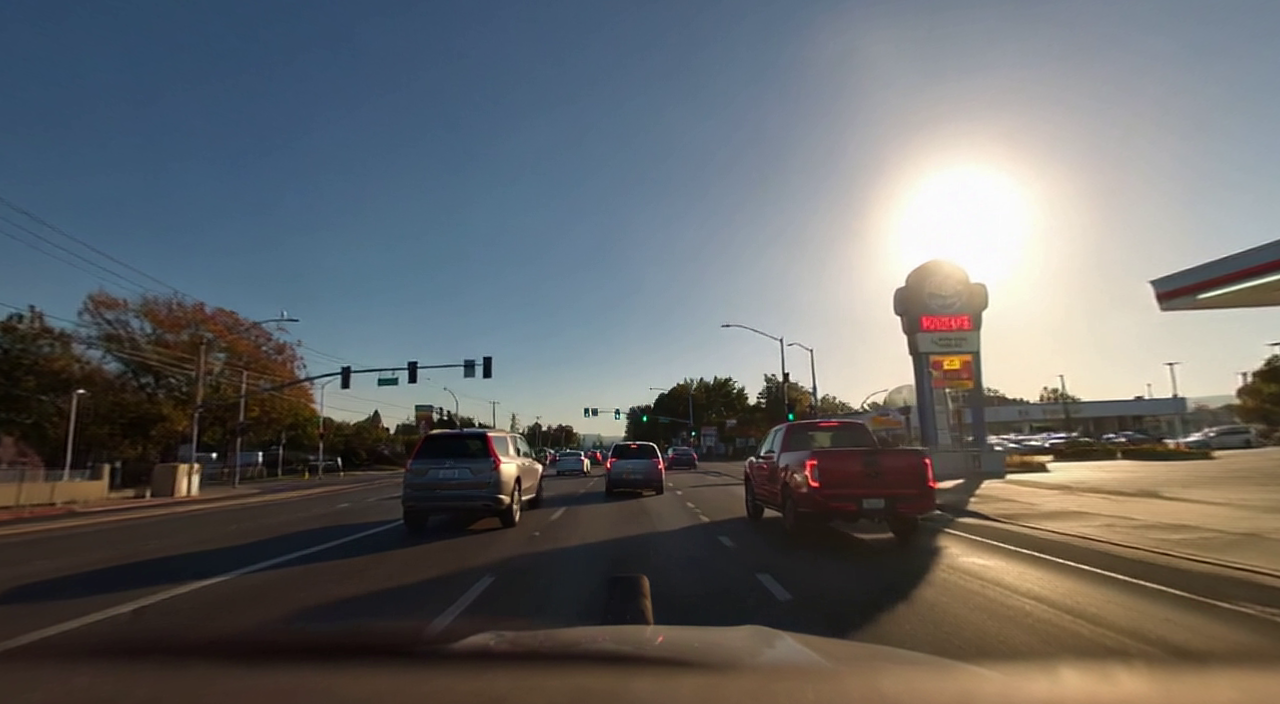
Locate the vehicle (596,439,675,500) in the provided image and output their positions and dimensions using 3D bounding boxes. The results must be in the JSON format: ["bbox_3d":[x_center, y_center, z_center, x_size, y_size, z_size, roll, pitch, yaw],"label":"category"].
[{"bbox_3d":[-0.150,3.534,19.383,2.181,1.650,4.083,0,-8,-1],"label":"vehicle"}]

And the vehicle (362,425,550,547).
[{"bbox_3d":[-2.951,2.248,11.259,2.019,1.731,4.299,0,-8,1],"label":"vehicle"}]

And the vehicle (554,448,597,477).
[{"bbox_3d":[-3.517,6.087,35.070,1.954,1.497,4.078,0,-8,0],"label":"vehicle"}]

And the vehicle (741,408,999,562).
[{"bbox_3d":[3.239,2.016,10.415,2.161,1.868,5.321,0,-8,-1],"label":"vehicle"}]

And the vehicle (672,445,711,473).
[{"bbox_3d":[3.366,7.060,41.920,2.122,1.745,4.337,0,-8,-1],"label":"vehicle"}]
